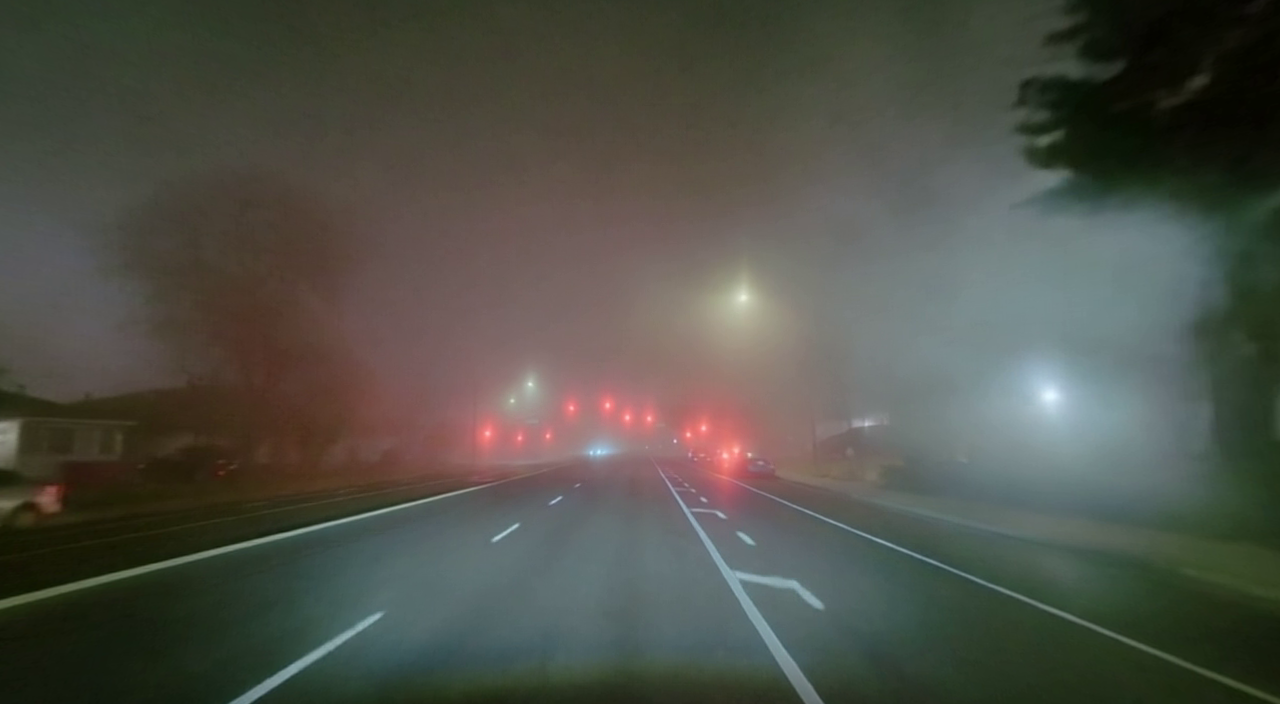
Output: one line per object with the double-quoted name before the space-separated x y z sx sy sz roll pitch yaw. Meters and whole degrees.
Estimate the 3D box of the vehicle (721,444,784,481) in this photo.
"vehicle" 4.763 4.737 27.381 1.881 1.435 4.525 0 -9 -1

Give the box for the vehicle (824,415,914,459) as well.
"vehicle" 13.529 5.054 37.428 4.284 1.725 1.981 -11 -9 -1

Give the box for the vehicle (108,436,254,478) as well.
"vehicle" -20.986 4.814 29.023 4.759 1.824 2.442 0 -8 0
